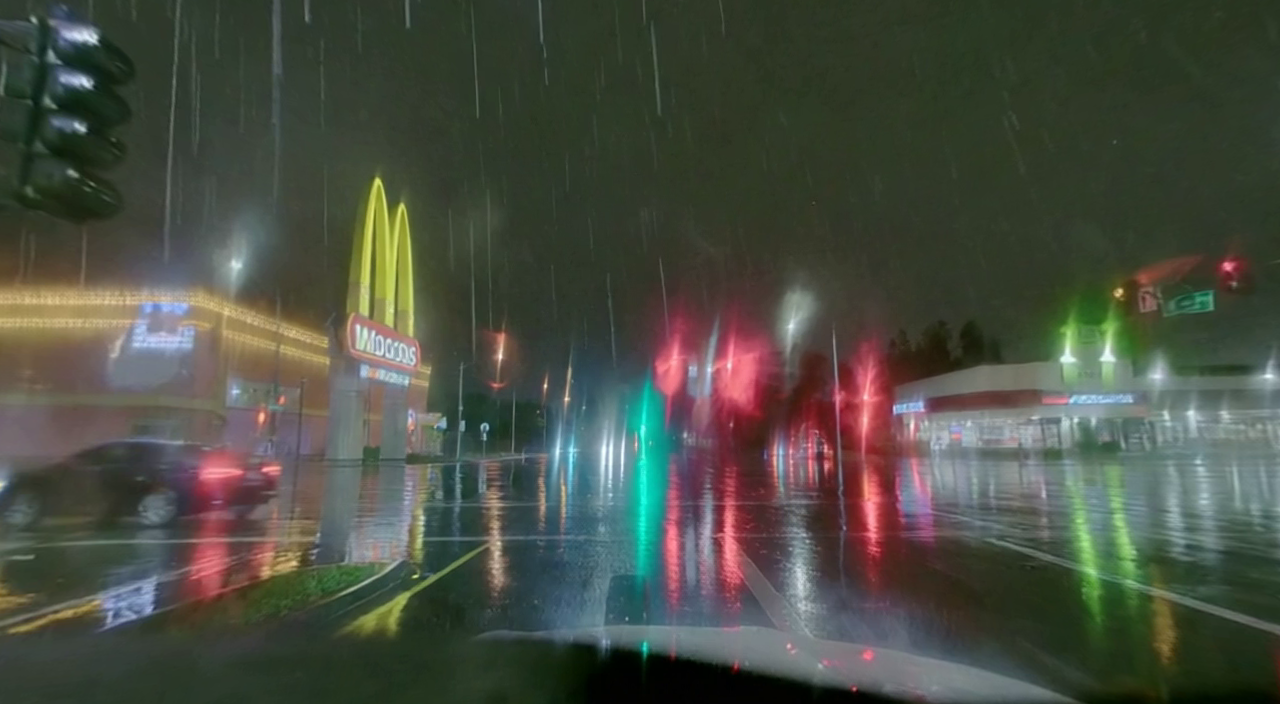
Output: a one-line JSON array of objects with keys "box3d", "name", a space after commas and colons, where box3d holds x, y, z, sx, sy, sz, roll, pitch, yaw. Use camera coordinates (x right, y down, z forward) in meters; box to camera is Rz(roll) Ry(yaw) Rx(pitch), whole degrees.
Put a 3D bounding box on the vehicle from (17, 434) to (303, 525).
[{"box3d": [-8.940, 2.384, 12.424, 2.086, 1.447, 4.493, 0, -8, 0], "name": "vehicle"}]
